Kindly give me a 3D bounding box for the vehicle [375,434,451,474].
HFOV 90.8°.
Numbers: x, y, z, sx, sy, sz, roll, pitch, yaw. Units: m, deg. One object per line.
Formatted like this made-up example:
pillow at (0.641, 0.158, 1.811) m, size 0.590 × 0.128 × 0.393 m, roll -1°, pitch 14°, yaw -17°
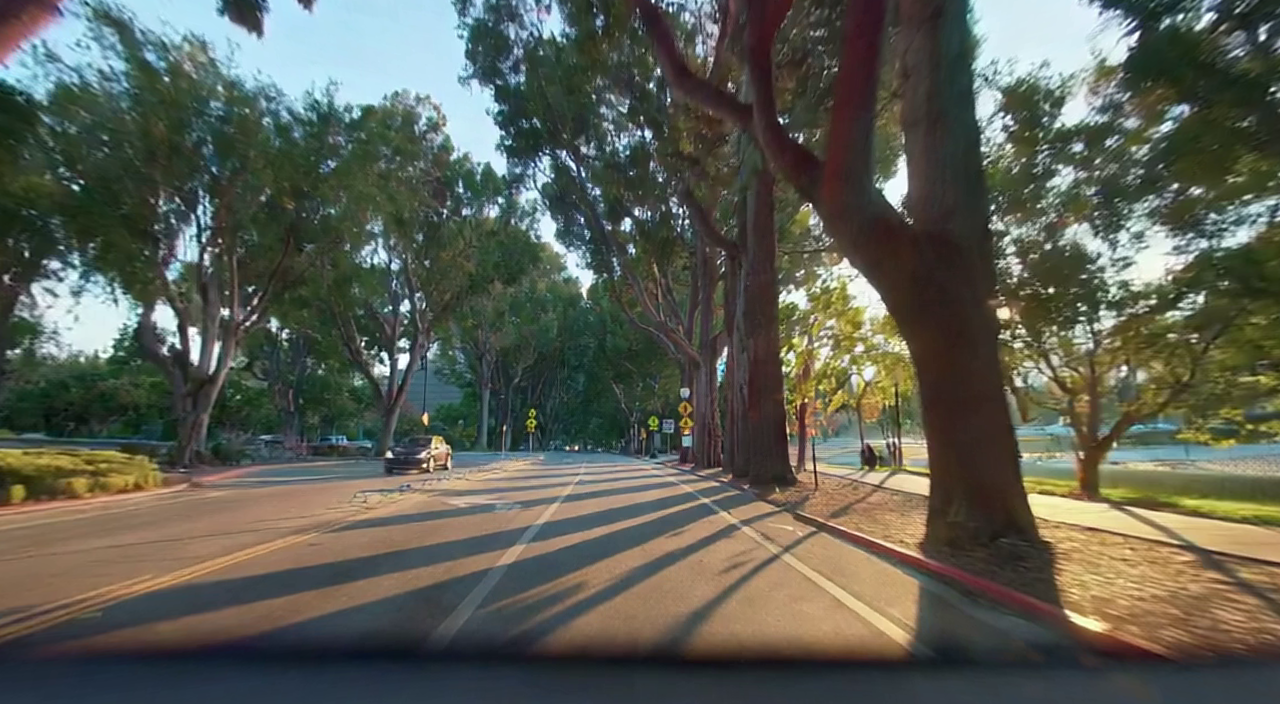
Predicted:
vehicle at (-9.719, 4.379, 27.392) m, size 2.008 × 1.565 × 4.182 m, roll 0°, pitch -8°, yaw -5°
